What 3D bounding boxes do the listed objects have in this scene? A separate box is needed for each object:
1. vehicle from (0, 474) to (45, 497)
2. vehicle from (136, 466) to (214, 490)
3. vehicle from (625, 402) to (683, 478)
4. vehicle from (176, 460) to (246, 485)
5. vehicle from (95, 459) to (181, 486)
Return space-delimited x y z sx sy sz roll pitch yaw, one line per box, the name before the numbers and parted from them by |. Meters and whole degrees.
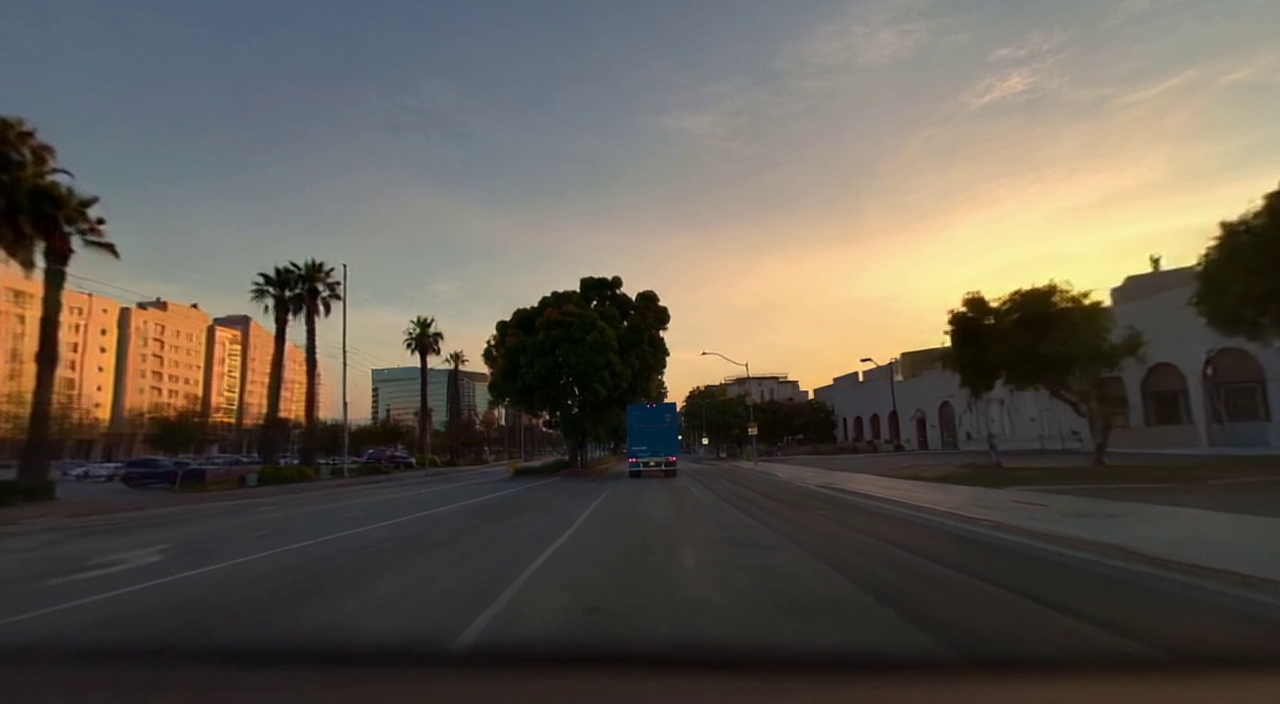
vehicle | -48.033 10.100 47.589 1.720 1.512 4.058 0 -9 1
vehicle | -34.002 9.208 45.981 4.296 1.513 1.825 0 -7 3
vehicle | 0.619 5.469 38.440 2.992 3.949 11.815 0 -9 -1
vehicle | -33.492 9.416 49.036 4.128 1.603 1.853 -3 -9 1
vehicle | -38.925 9.340 48.750 4.931 1.941 1.888 0 -9 0
